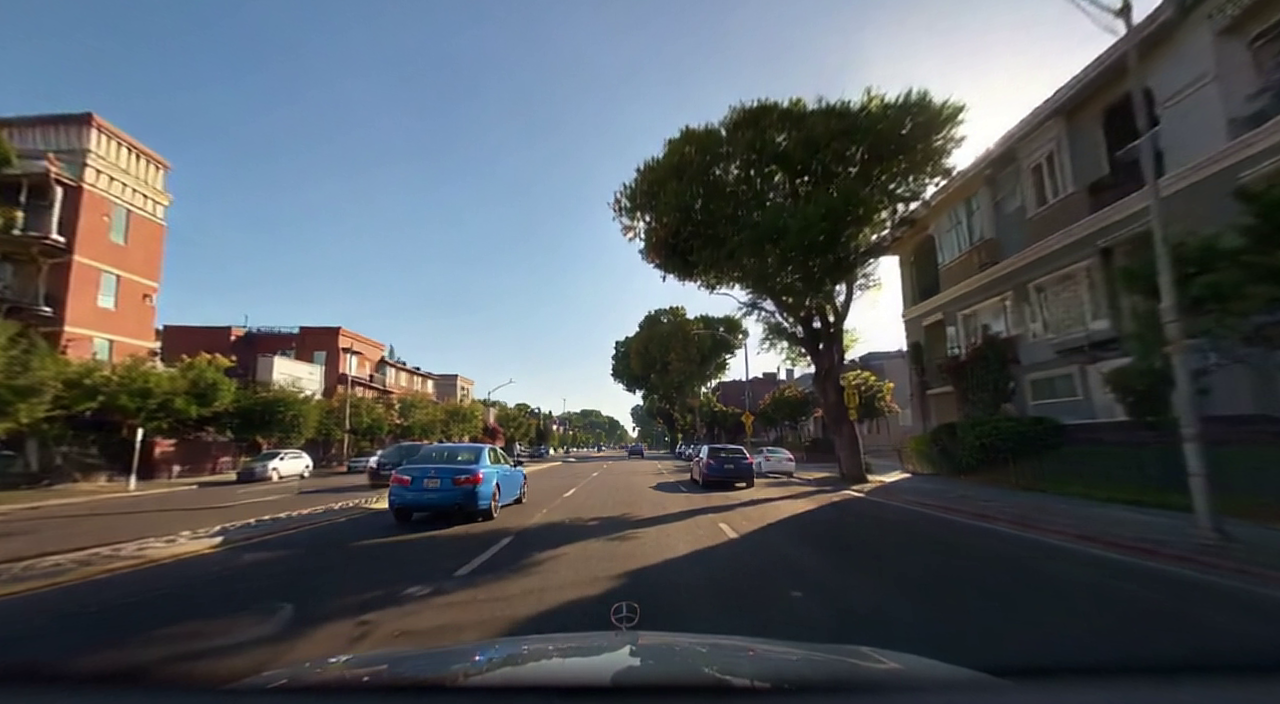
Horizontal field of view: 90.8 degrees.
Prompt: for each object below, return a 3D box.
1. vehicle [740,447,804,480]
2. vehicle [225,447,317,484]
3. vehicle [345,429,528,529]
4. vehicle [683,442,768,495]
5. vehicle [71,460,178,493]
[{"bbox_3d":[6.237,5.341,30.481,1.881,1.439,4.725,1,-9,-3],"label":"vehicle"},{"bbox_3d":[-18.080,5.549,31.222,1.929,1.665,4.304,0,-9,0],"label":"vehicle"},{"bbox_3d":[-3.526,2.285,11.905,2.062,1.527,4.044,0,-9,0],"label":"vehicle"},{"bbox_3d":[2.576,3.626,20.123,1.978,1.471,4.426,1,-9,-2],"label":"vehicle"},{"bbox_3d":[-25.868,6.238,31.780,3.625,1.443,1.939,-1,-9,-3],"label":"vehicle"}]
